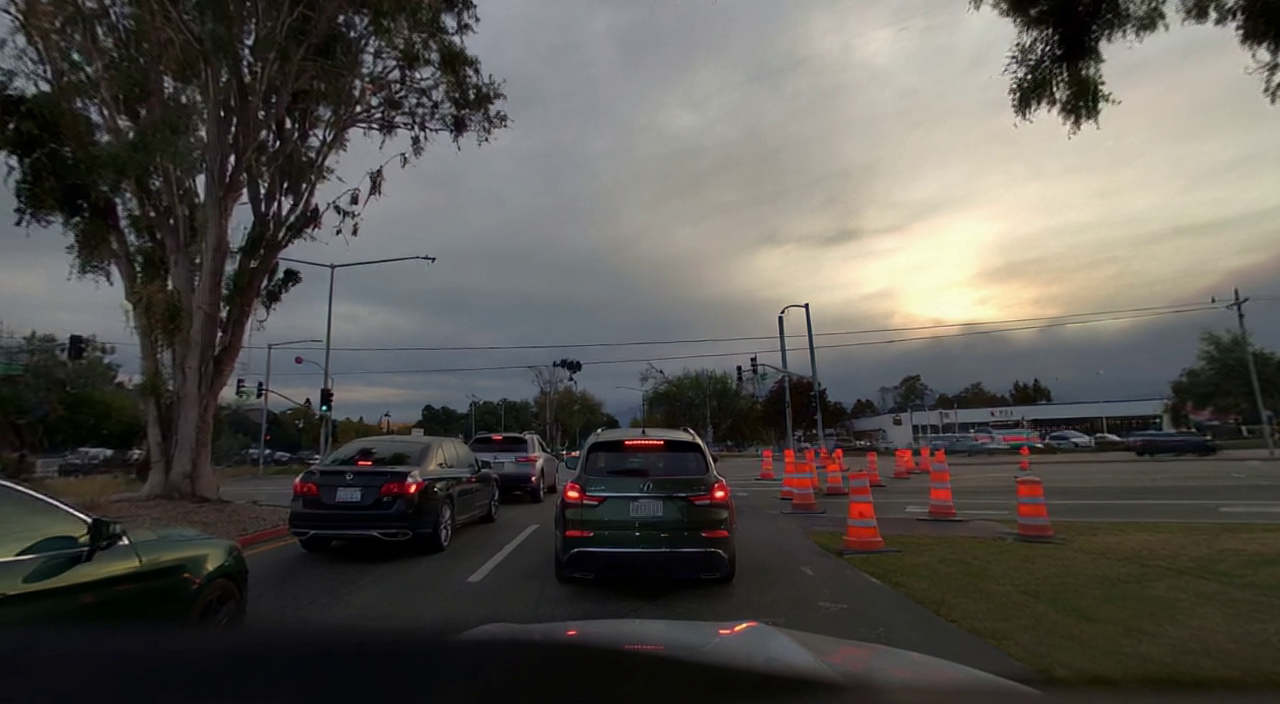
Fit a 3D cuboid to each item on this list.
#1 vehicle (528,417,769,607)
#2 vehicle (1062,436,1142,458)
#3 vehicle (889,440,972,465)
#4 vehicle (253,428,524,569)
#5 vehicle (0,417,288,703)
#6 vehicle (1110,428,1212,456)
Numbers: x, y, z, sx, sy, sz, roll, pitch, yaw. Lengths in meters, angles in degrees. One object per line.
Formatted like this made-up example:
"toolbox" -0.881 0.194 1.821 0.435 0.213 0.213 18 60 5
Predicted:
"vehicle" 0.114 1.627 7.210 2.021 1.560 3.676 0 -9 1
"vehicle" 36.640 7.567 49.986 4.791 1.635 1.857 0 -9 1
"vehicle" 18.690 6.484 40.649 4.463 1.482 1.808 0 -9 4
"vehicle" -3.269 1.995 9.445 1.989 1.541 4.626 0 -9 2
"vehicle" -3.589 0.949 2.144 1.964 1.497 4.722 0 -9 1
"vehicle" 33.573 5.819 40.658 4.805 1.688 1.923 0 -9 0
